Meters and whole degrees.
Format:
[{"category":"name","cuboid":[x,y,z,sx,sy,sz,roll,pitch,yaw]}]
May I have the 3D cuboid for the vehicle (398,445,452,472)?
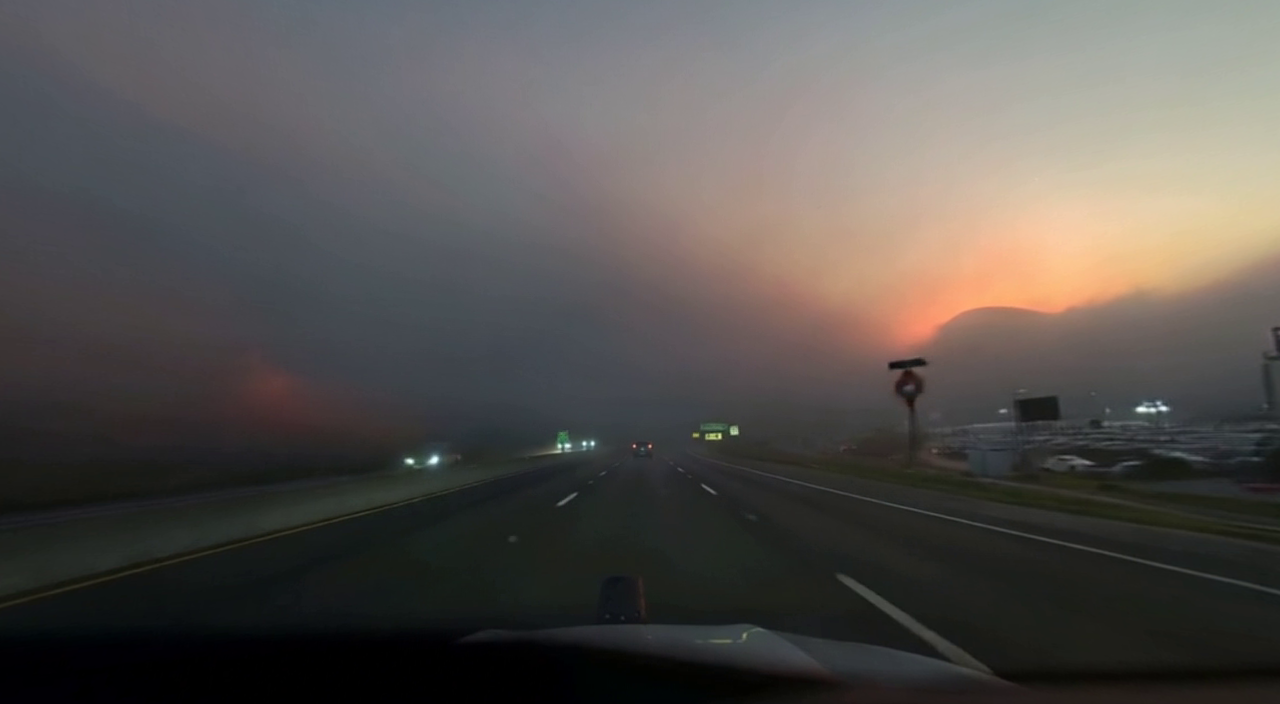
[{"category":"vehicle","cuboid":[-14.422,7.147,42.642,1.936,1.715,4.646,0,-8,1]}]
